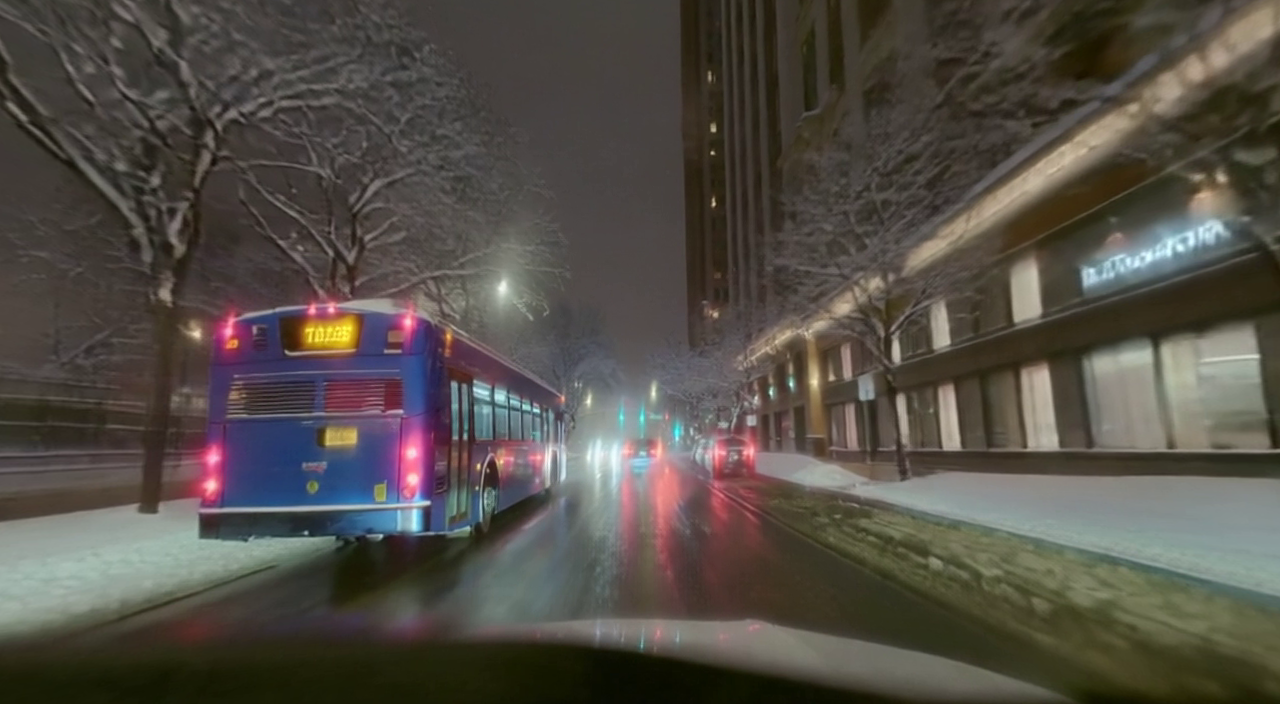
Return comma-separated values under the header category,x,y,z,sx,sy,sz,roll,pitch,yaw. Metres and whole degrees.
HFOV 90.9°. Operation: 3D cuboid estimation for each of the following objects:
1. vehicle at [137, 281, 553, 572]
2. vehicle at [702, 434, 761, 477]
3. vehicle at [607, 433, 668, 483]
category,x,y,z,sx,sy,sz,roll,pitch,yaw
vehicle,-3.501,1.140,10.588,2.920,2.884,8.588,0,-6,-1
vehicle,4.139,4.743,29.161,2.138,1.787,4.522,0,-8,1
vehicle,-0.060,3.992,24.036,2.120,1.727,3.917,0,-8,1
